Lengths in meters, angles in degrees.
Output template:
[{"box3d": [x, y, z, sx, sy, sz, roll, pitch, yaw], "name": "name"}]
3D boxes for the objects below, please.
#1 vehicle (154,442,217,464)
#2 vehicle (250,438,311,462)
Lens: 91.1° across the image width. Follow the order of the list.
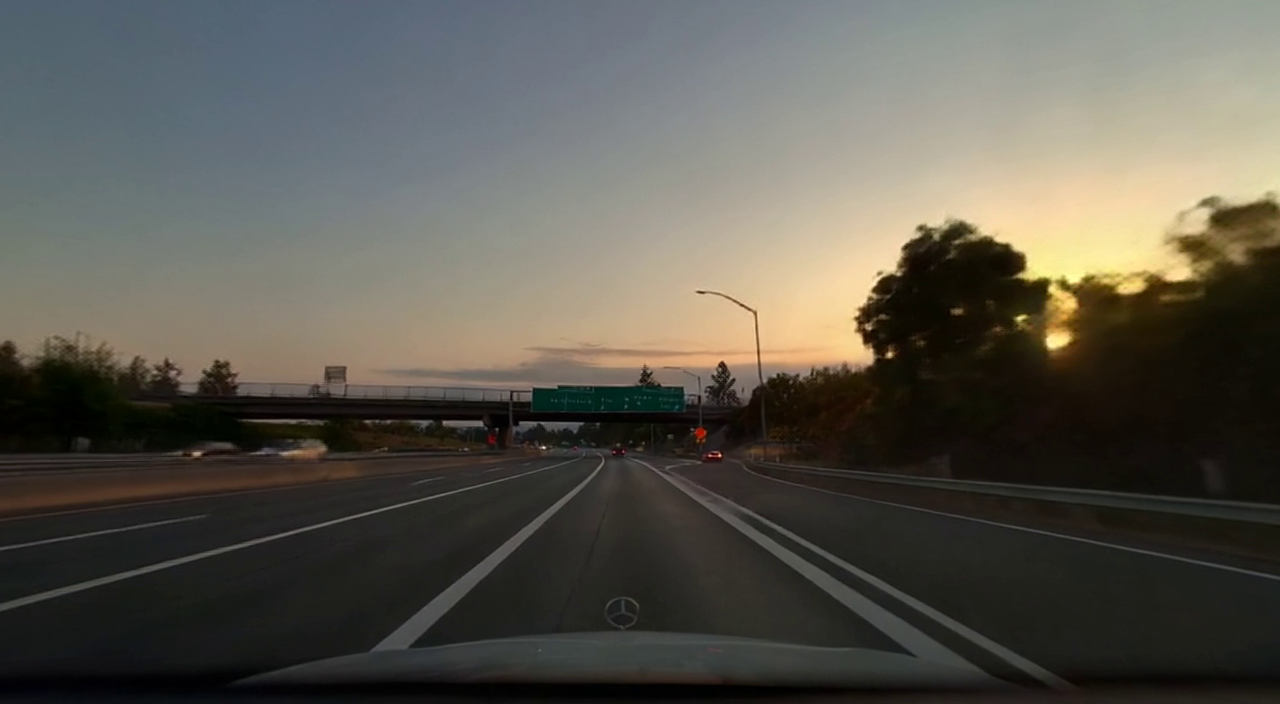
[{"box3d": [-32.455, 7.255, 45.039, 1.732, 1.467, 3.833, 0, -9, -2], "name": "vehicle"}, {"box3d": [-25.191, 6.908, 44.226, 1.897, 1.588, 4.218, 0, -9, -2], "name": "vehicle"}]
